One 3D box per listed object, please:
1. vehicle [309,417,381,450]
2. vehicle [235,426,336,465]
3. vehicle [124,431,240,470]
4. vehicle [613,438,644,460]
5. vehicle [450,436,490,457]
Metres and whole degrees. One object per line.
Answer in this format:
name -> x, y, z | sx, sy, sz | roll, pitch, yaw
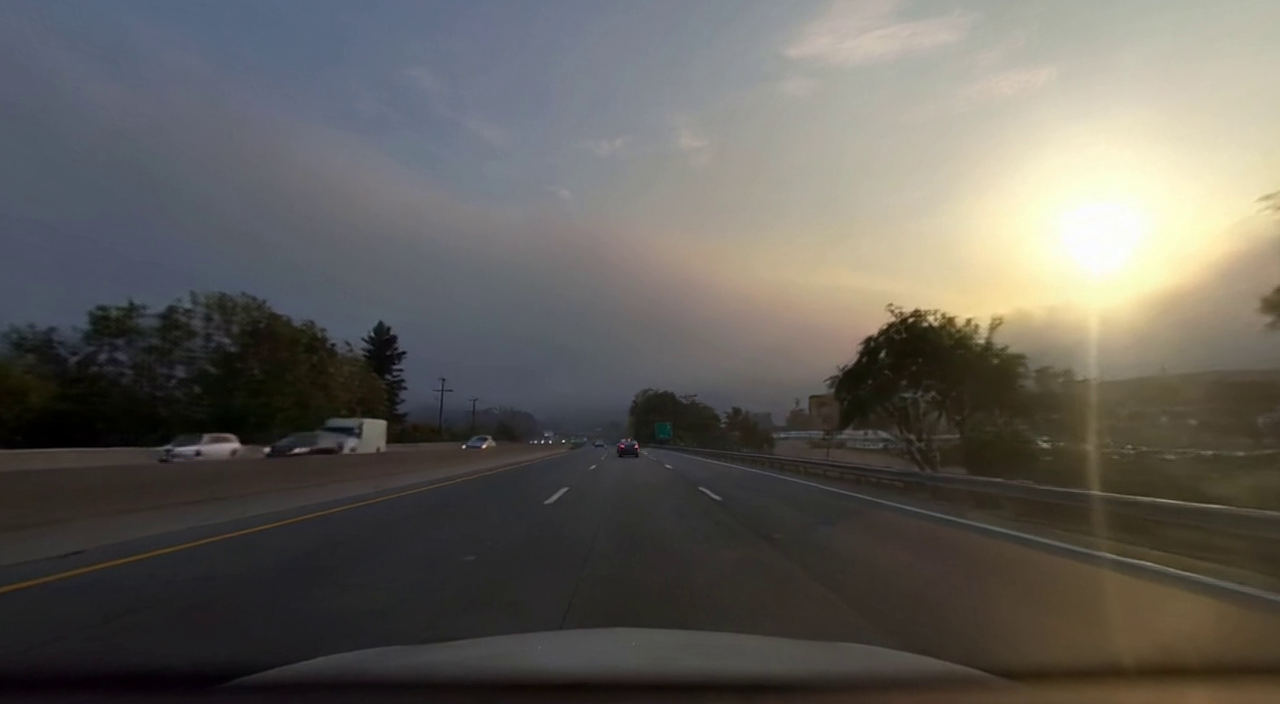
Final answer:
vehicle -> -16.334, 4.584, 35.102 | 1.945, 1.723, 4.462 | 0, -8, -1
vehicle -> -16.238, 4.318, 29.150 | 2.092, 1.633, 4.489 | 0, -8, -1
vehicle -> -19.960, 4.304, 27.710 | 1.926, 1.524, 4.334 | 0, -8, -2
vehicle -> -0.868, 6.960, 45.239 | 2.099, 1.504, 3.843 | 0, -8, -2
vehicle -> -12.989, 7.215, 48.321 | 1.901, 1.507, 4.711 | 0, -8, -1
